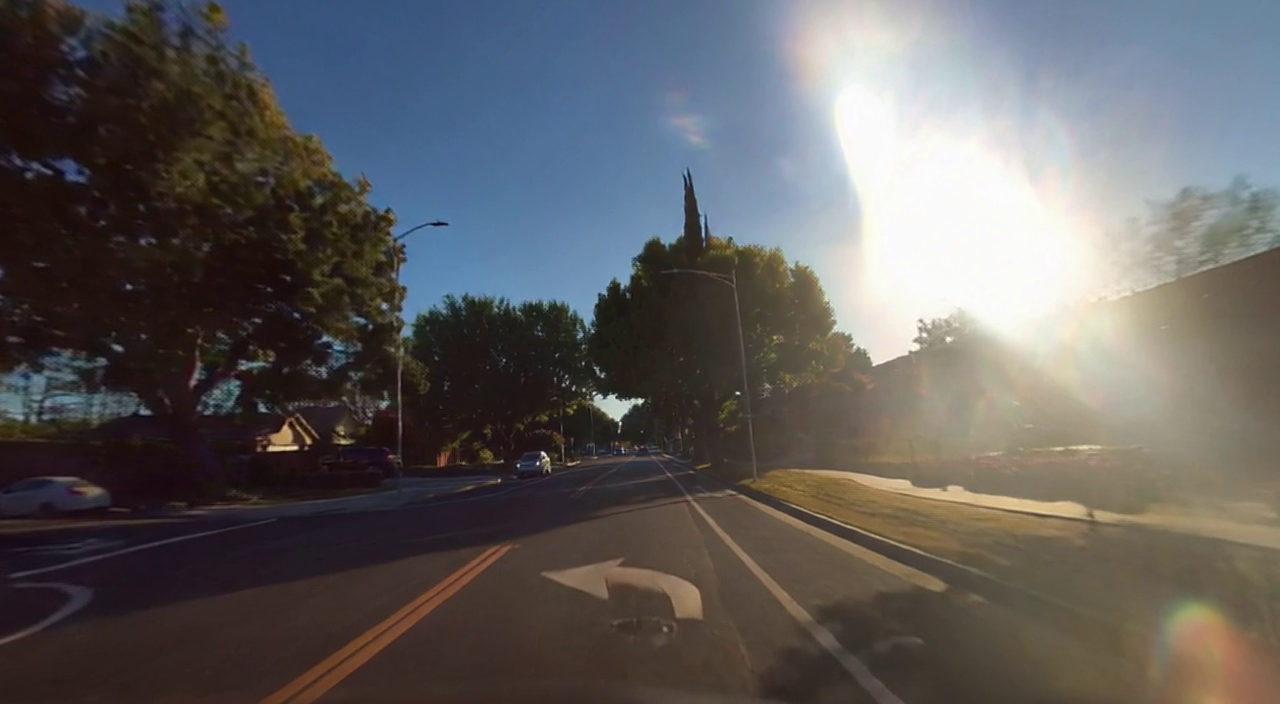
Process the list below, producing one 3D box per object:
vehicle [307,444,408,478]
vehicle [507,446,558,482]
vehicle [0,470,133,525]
[{"bbox_3d":[-15.613,6.015,35.010,4.735,1.712,1.992,-2,-9,9],"label":"vehicle"},{"bbox_3d":[-6.544,6.880,38.892,2.176,1.885,5.174,-5,-10,-1],"label":"vehicle"},{"bbox_3d":[-17.798,4.246,18.640,4.321,1.452,1.911,-2,-9,9],"label":"vehicle"}]
